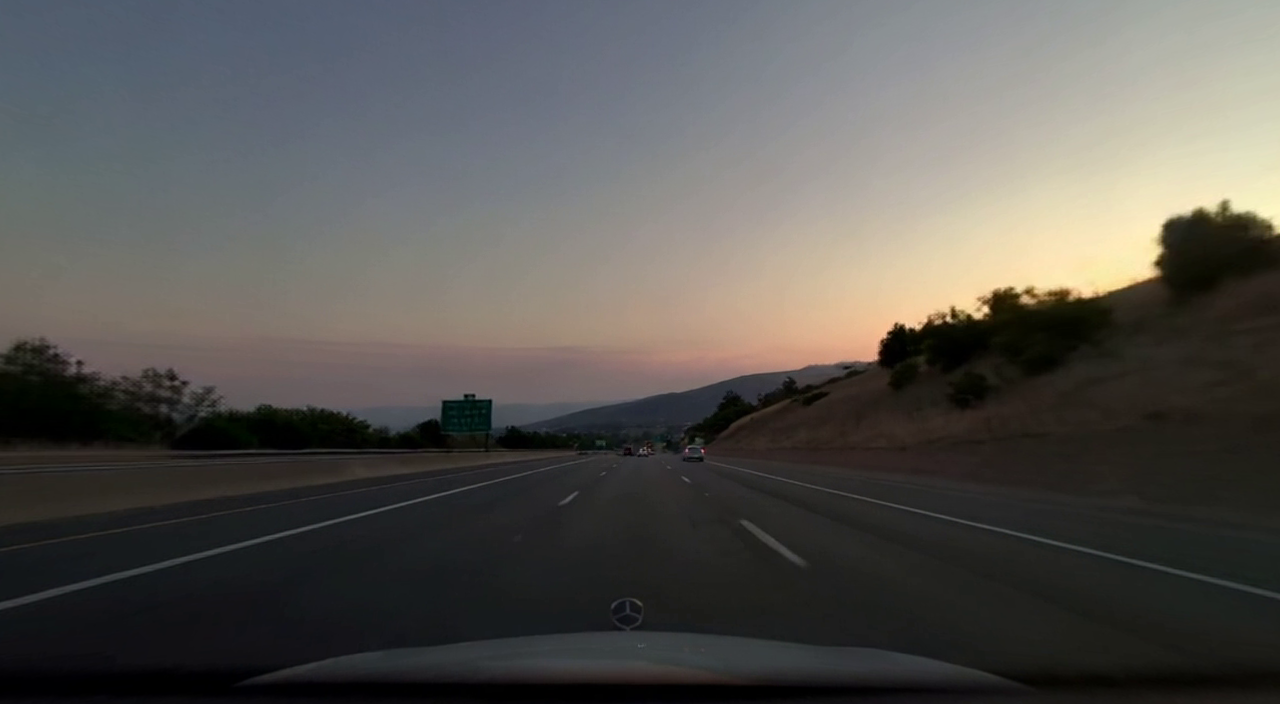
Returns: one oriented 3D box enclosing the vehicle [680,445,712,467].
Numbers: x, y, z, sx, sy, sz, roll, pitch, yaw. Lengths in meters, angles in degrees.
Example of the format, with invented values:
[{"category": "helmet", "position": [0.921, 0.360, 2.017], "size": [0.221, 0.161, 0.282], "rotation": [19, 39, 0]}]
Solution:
[{"category": "vehicle", "position": [4.061, 7.642, 46.526], "size": [2.003, 1.520, 4.058], "rotation": [0, -8, 0]}]
